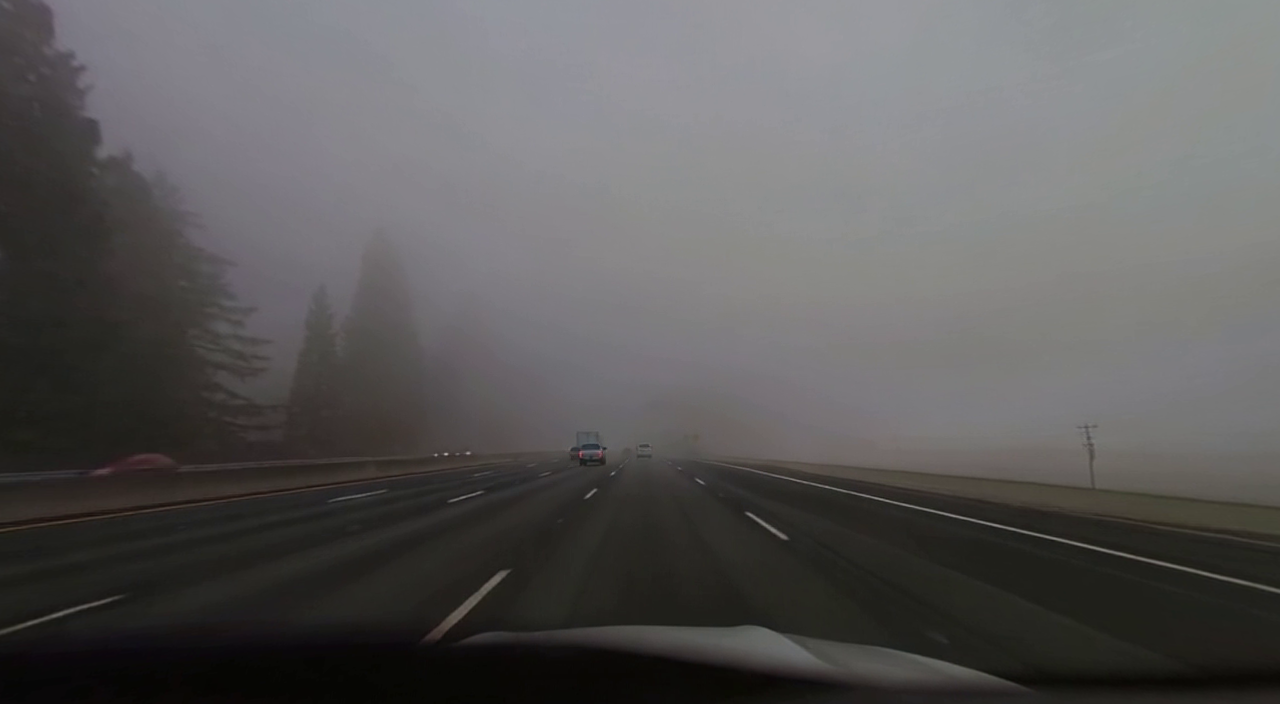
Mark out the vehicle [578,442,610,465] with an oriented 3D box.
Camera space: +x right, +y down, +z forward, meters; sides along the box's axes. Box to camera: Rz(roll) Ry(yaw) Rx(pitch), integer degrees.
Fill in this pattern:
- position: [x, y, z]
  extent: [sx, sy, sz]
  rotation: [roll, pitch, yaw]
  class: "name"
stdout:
- position: [-3.246, 7.287, 45.460]
  extent: [1.993, 1.589, 3.898]
  rotation: [0, -8, 1]
  class: "vehicle"
